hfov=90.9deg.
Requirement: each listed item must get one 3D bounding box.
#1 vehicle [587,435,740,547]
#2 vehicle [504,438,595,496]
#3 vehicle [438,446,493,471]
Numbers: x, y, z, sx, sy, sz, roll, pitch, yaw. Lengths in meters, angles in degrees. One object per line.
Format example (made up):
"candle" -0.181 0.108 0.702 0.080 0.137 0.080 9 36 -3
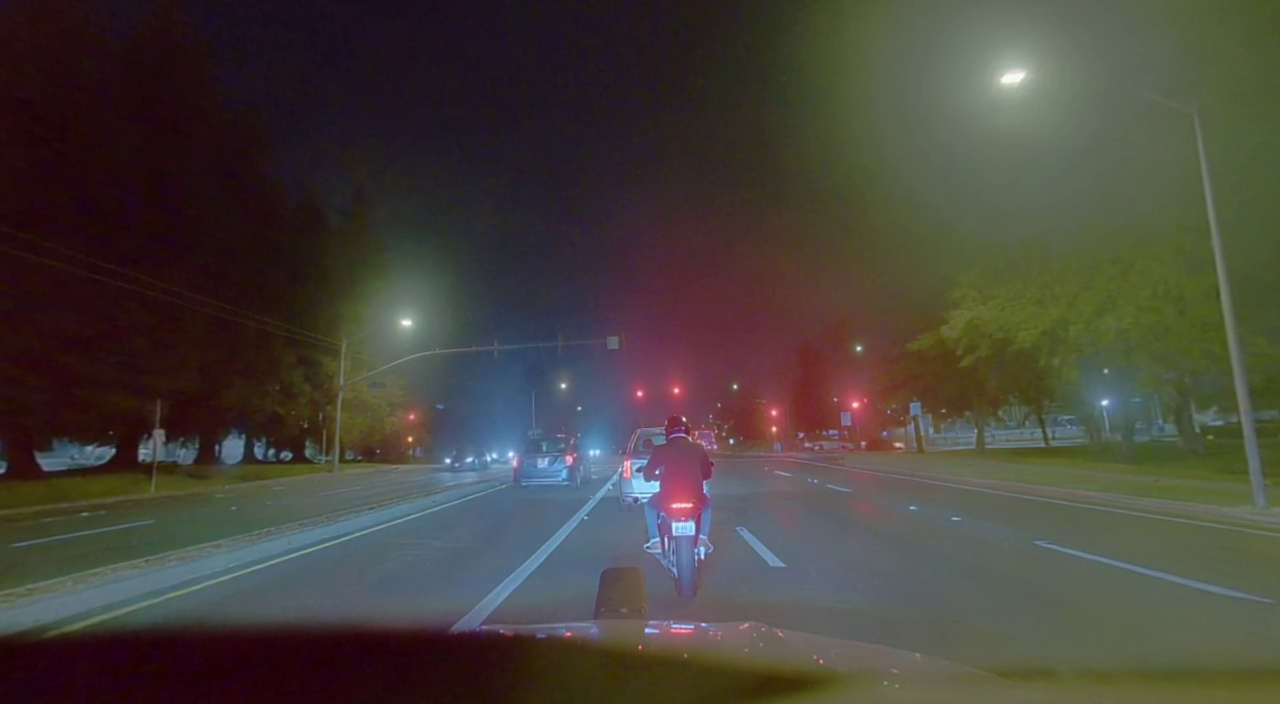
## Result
"vehicle" 0.331 2.171 10.664 2.009 1.450 4.608 -1 -8 1
"vehicle" -2.533 3.313 18.609 1.979 1.499 3.840 -1 -8 2
"vehicle" -11.047 6.762 40.268 1.936 1.425 4.630 -1 -8 4
